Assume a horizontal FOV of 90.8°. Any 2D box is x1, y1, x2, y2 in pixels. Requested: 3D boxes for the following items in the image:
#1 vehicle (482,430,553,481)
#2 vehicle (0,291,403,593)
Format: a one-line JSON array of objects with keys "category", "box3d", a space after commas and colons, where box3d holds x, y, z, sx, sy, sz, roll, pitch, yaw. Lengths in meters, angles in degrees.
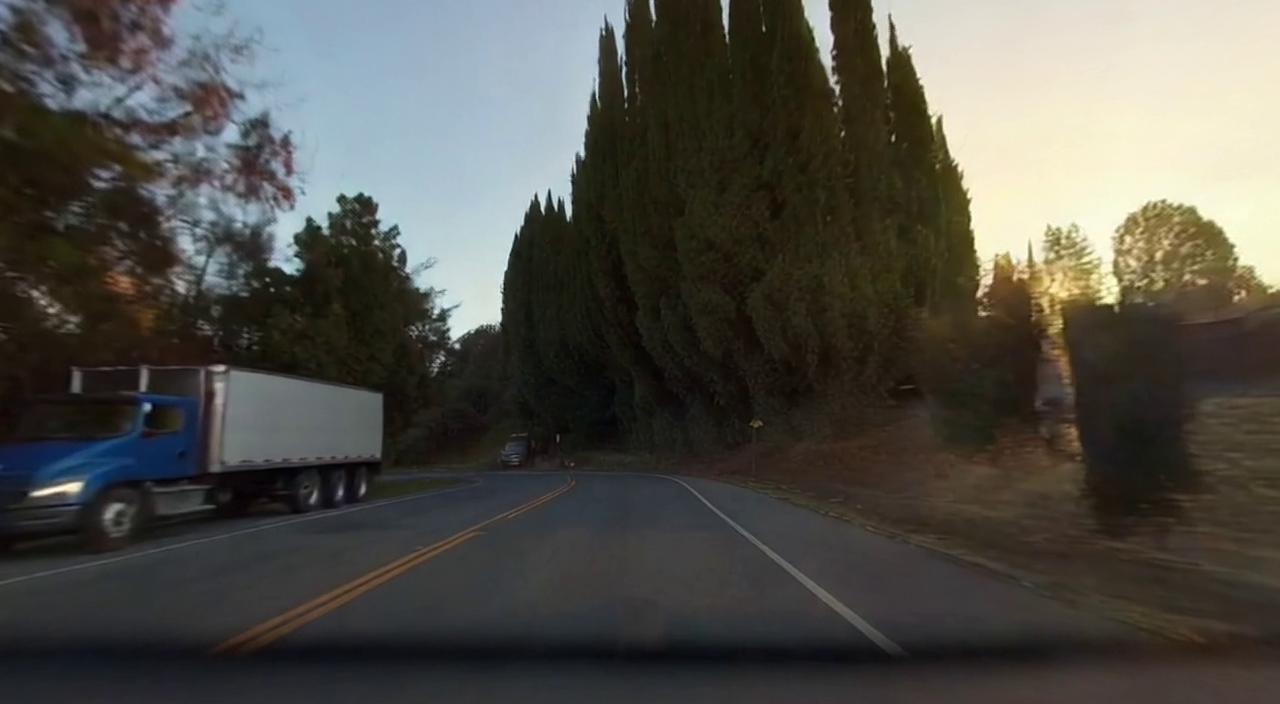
[{"category": "vehicle", "box3d": [-7.986, 6.877, 42.380, 2.781, 3.039, 8.581, 0, -8, 2]}, {"category": "vehicle", "box3d": [-8.093, 1.614, 12.157, 2.905, 3.359, 10.168, 0, -7, 1]}]
